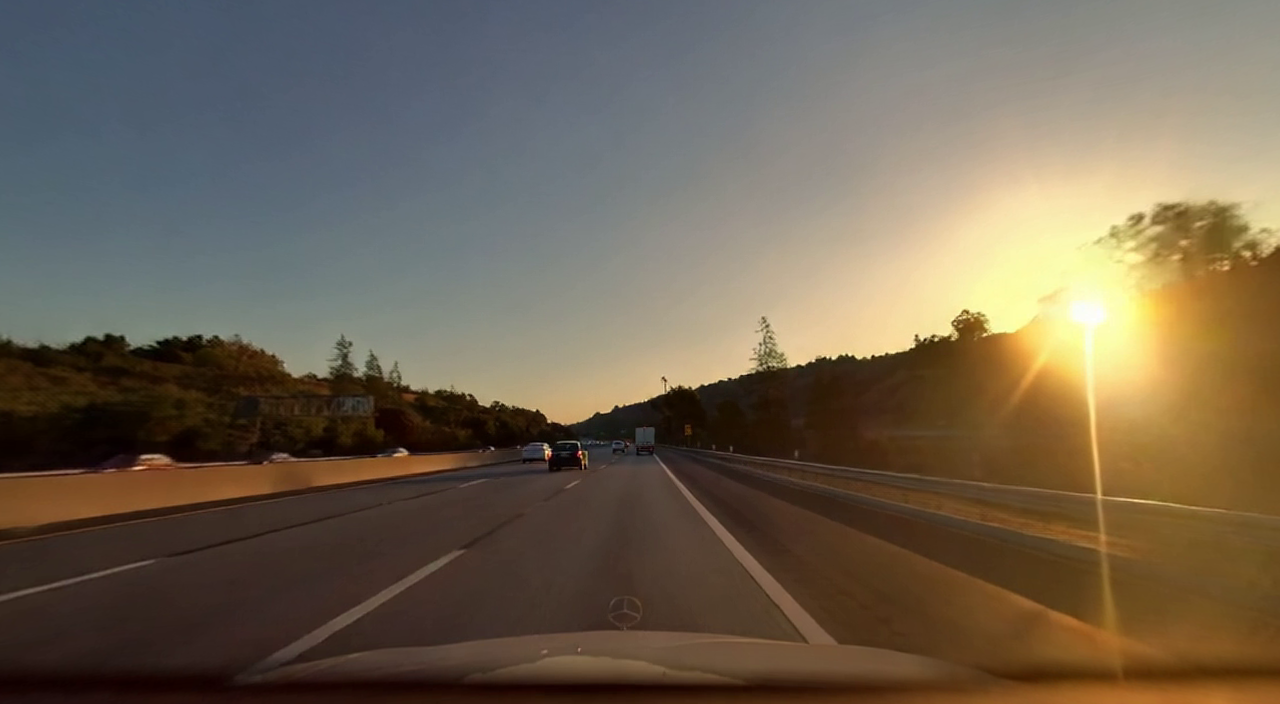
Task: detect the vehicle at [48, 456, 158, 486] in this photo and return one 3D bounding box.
[{"bbox_3d":[-29.408,6.521,34.767,1.956,1.444,4.659,0,-8,1],"label":"vehicle"}]

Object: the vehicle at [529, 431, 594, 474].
[{"bbox_3d":[-3.544,4.674,29.425,2.283,1.802,4.810,0,-8,1],"label":"vehicle"}]
